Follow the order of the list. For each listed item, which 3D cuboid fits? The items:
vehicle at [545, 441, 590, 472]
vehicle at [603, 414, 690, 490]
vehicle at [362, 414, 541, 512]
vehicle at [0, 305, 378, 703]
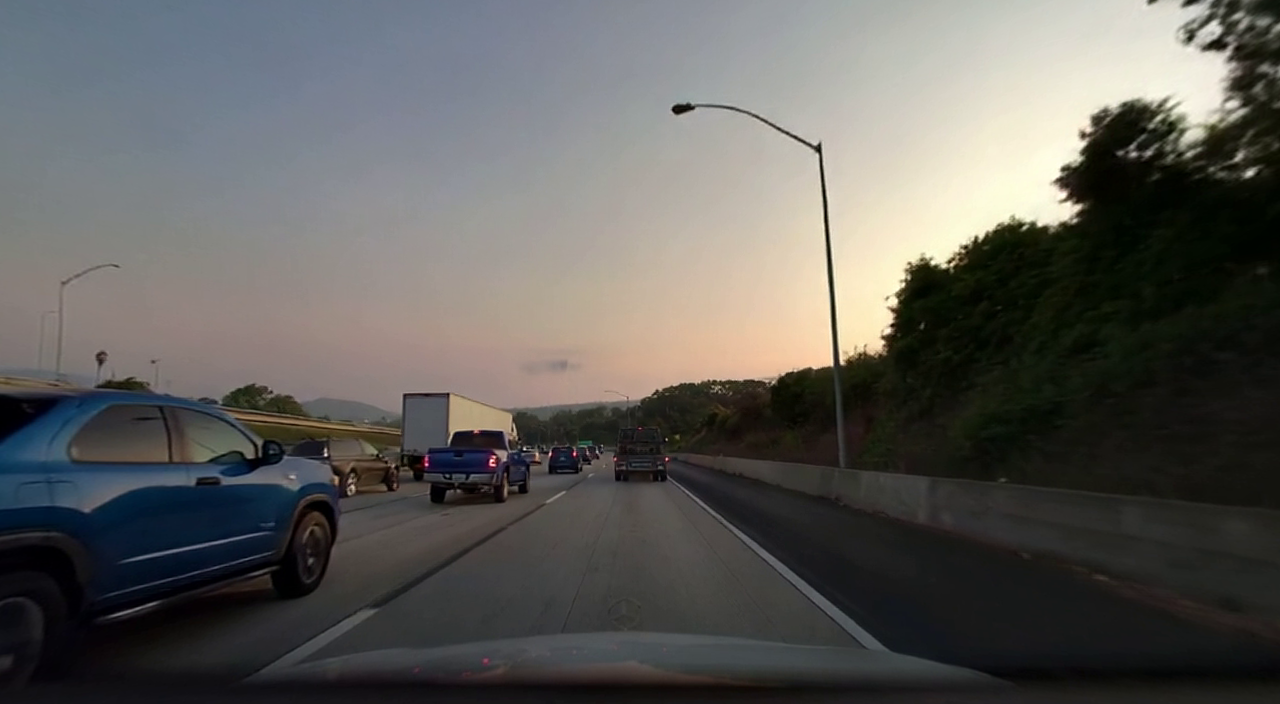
[{"bbox_3d":[-4.687,6.862,41.576,2.329,1.859,4.823,0,-9,0],"label":"vehicle"},{"bbox_3d":[0.098,3.904,24.816,2.886,2.471,7.692,0,-9,-2],"label":"vehicle"},{"bbox_3d":[-4.251,2.684,15.676,2.575,1.958,5.730,-1,-9,1],"label":"vehicle"},{"bbox_3d":[-3.548,0.866,3.080,2.303,1.835,5.044,0,-9,1],"label":"vehicle"}]
